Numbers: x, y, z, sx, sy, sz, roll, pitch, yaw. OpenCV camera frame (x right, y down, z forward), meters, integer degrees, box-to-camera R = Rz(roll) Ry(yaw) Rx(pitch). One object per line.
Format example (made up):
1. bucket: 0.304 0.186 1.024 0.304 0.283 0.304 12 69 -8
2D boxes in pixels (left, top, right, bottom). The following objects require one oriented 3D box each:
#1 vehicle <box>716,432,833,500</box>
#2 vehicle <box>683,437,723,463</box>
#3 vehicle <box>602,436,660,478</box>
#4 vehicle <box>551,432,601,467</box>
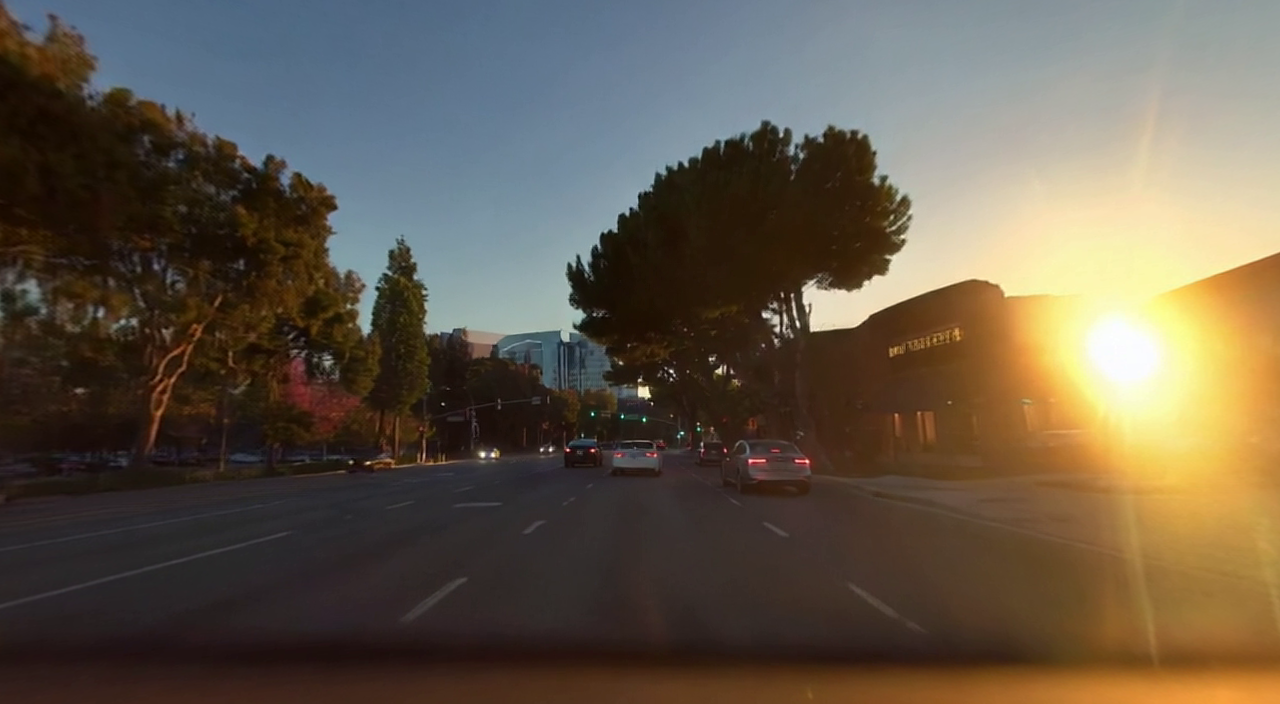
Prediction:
1. vehicle: 3.206 2.813 15.994 1.948 1.474 4.360 0 -8 -1
2. vehicle: 3.774 5.941 38.334 1.913 1.463 4.198 0 -8 -1
3. vehicle: -0.262 3.974 24.085 1.971 1.433 3.923 -1 -8 3
4. vehicle: -3.278 5.114 33.131 2.023 1.720 4.452 0 -8 1
